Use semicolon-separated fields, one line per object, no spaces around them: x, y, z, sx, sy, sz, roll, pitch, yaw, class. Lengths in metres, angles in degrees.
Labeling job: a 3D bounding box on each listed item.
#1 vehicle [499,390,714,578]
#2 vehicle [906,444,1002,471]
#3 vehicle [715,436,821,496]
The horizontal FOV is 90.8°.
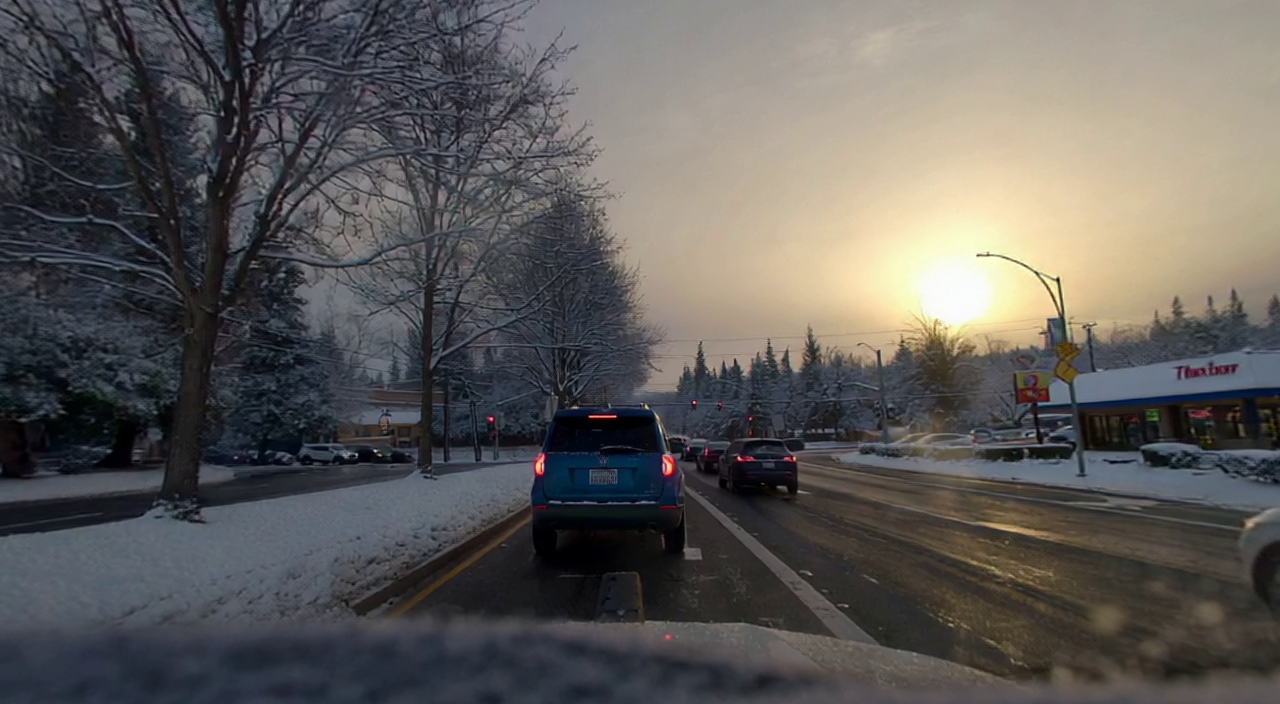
-0.299;1.647;8.627;2.096;1.837;4.687;0;-9;1;vehicle
17.207;5.773;34.770;4.290;1.427;1.751;0;-9;2;vehicle
3.670;3.378;19.119;2.098;1.555;4.778;0;-9;-1;vehicle
